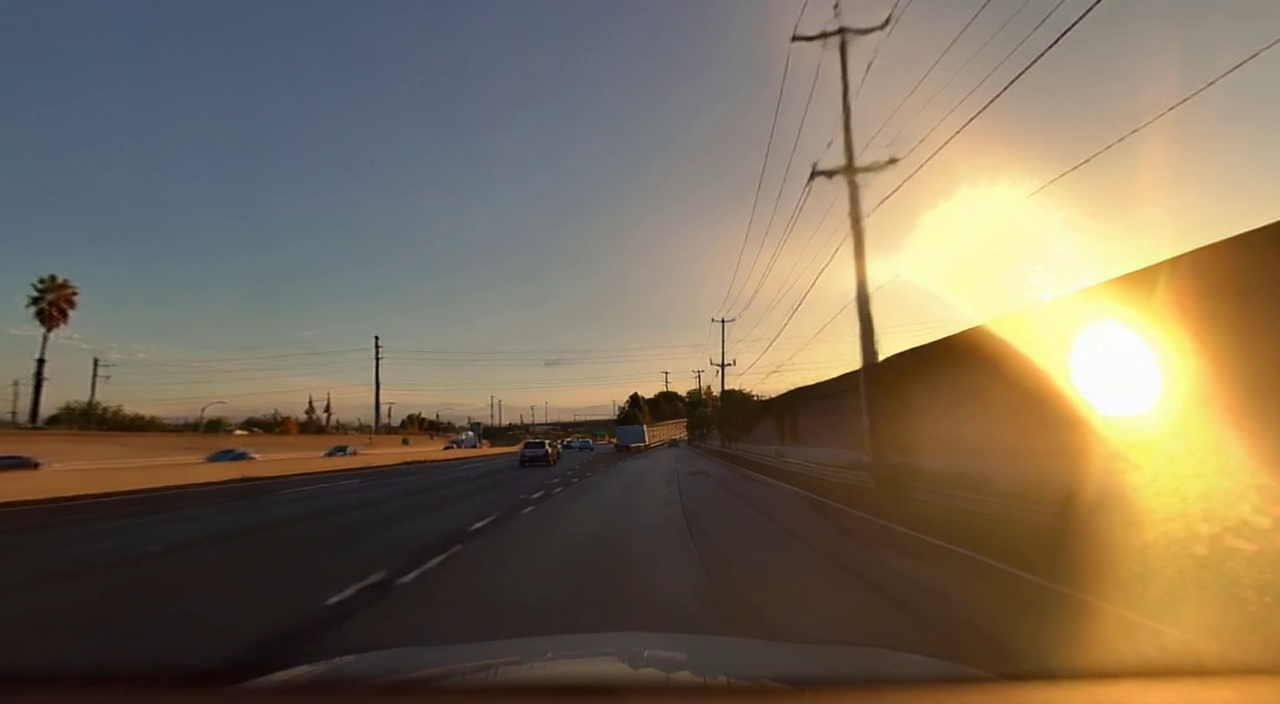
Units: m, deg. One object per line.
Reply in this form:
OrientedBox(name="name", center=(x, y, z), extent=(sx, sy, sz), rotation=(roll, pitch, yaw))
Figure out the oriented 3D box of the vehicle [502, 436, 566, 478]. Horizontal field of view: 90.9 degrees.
OrientedBox(name="vehicle", center=(-4.343, 4.354, 26.526), extent=(2.029, 1.609, 3.935), rotation=(0, -8, -1))
